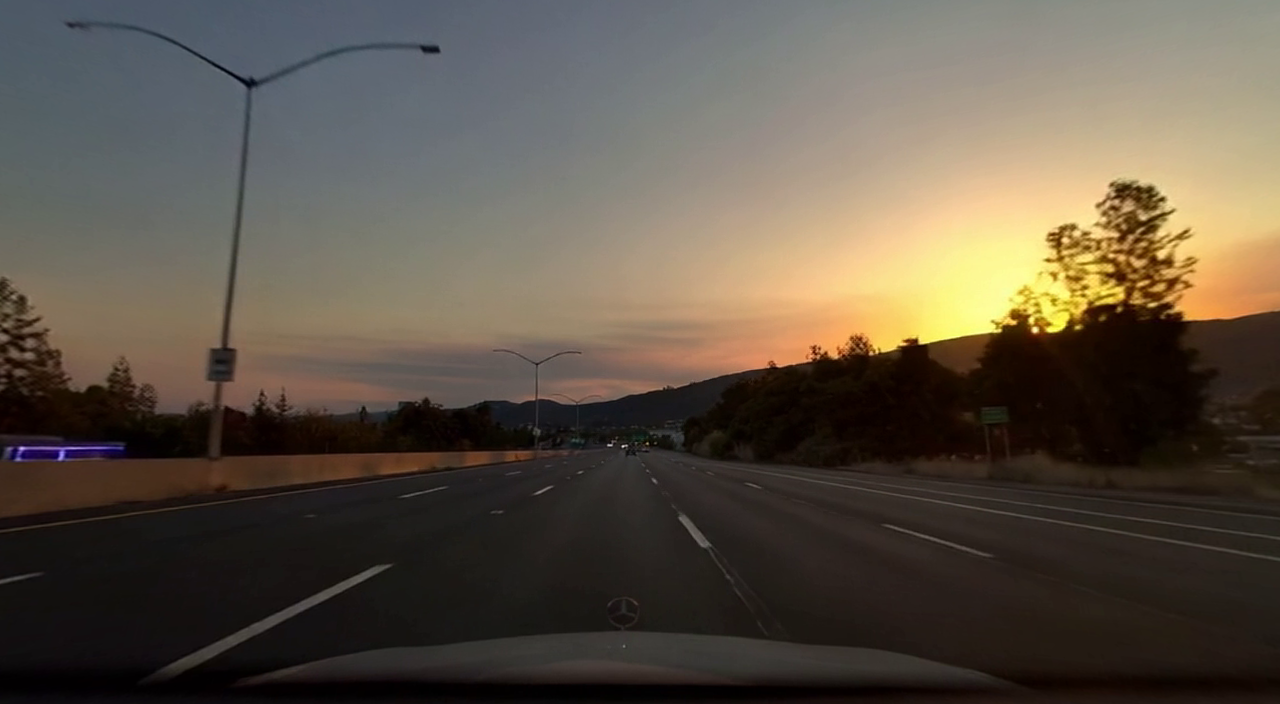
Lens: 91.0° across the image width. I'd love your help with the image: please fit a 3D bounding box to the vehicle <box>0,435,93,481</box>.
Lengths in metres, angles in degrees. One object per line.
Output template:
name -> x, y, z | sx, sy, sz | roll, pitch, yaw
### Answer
vehicle -> -43.687, 7.391, 43.879 | 8.140, 3.042, 2.933 | 0, -9, -1
